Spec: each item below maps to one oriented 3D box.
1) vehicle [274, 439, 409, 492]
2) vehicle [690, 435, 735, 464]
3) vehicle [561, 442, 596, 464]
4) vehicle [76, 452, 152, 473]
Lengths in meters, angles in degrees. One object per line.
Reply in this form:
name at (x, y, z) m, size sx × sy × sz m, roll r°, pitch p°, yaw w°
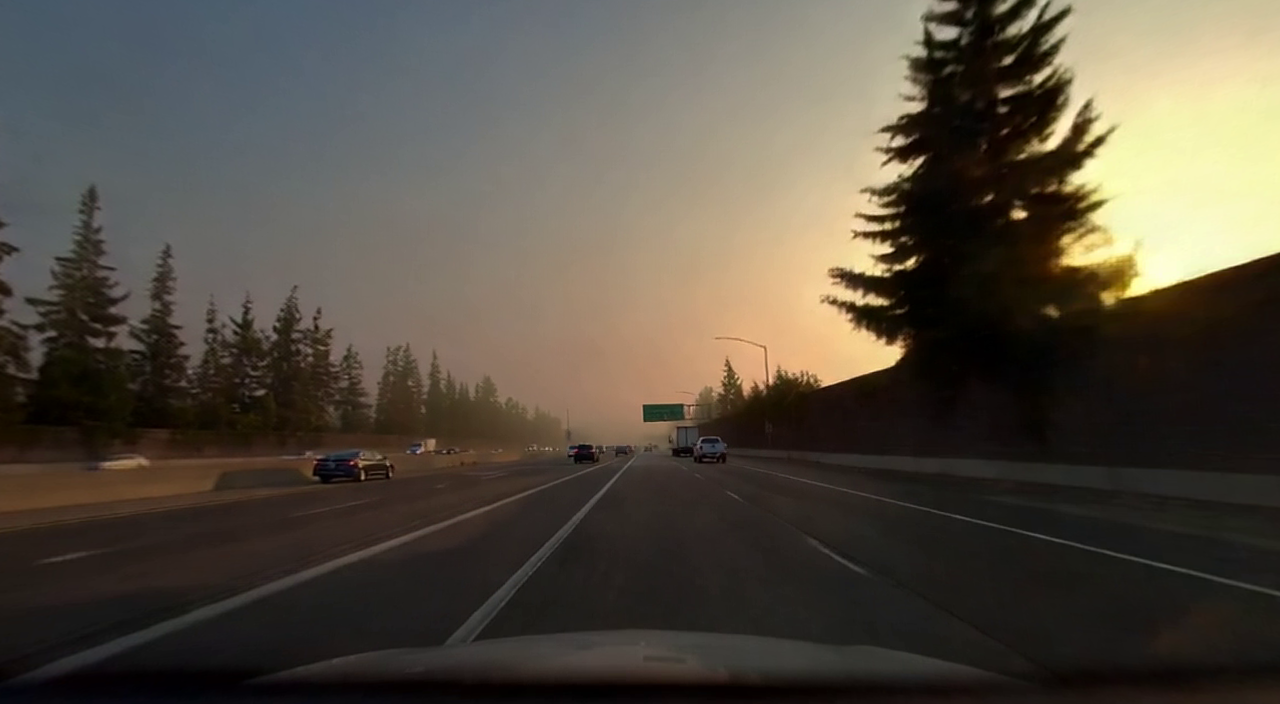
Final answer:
vehicle at (-9.258, 3.531, 20.052) m, size 1.899 × 1.465 × 4.589 m, roll 0°, pitch -8°, yaw 2°
vehicle at (5.100, 6.985, 45.341) m, size 2.355 × 1.930 × 6.633 m, roll 0°, pitch -8°, yaw -1°
vehicle at (-4.391, 7.299, 45.806) m, size 1.981 × 1.473 × 4.317 m, roll 0°, pitch -8°, yaw 2°
vehicle at (-40.626, 8.518, 48.884) m, size 1.774 × 1.472 × 4.700 m, roll 0°, pitch -8°, yaw 1°
